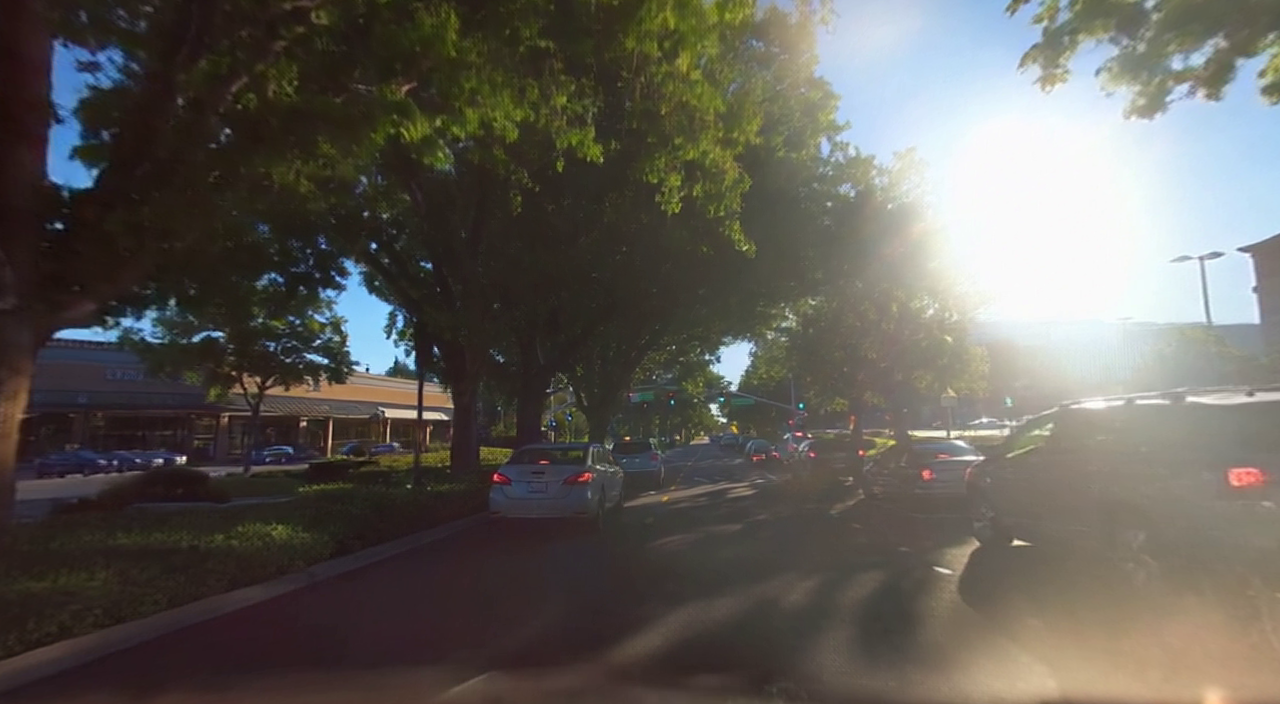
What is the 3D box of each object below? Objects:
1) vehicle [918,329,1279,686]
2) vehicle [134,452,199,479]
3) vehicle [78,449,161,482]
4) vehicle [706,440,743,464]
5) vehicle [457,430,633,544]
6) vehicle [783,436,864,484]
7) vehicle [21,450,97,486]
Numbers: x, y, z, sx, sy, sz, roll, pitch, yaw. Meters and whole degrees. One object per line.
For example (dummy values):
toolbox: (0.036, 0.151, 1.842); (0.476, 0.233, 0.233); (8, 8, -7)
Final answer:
vehicle: (4.850, 1.215, 5.933); (2.324, 1.907, 5.634); (-1, -8, 5)
vehicle: (-26.345, 6.267, 35.152); (3.527, 1.390, 1.681); (-5, -10, 33)
vehicle: (-26.916, 5.801, 32.617); (4.127, 1.583, 1.978); (-5, -10, 32)
vehicle: (5.338, 6.370, 40.396); (2.095, 1.473, 4.301); (-1, -8, 5)
vehicle: (-1.303, 2.117, 10.634); (1.968, 1.497, 4.286); (-1, -8, 5)
vehicle: (6.327, 3.748, 22.336); (1.910, 1.493, 4.490); (-1, -8, 5)
vehicle: (-27.406, 5.416, 29.757); (3.865, 1.499, 1.804); (-6, -10, 37)
